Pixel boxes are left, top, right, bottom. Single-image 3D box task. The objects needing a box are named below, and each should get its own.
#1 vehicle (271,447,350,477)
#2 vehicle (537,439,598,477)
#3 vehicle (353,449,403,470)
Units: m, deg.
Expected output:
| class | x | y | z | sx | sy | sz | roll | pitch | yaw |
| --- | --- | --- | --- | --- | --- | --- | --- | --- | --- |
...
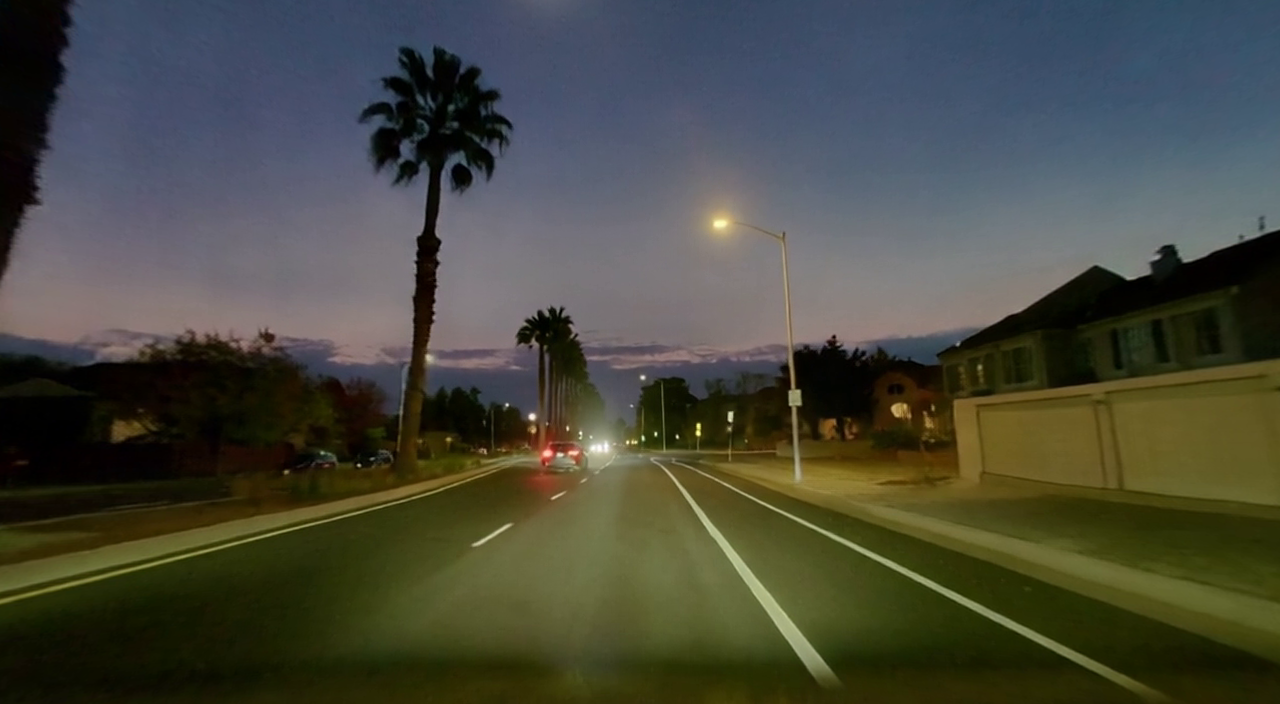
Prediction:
| class | x | y | z | sx | sy | sz | roll | pitch | yaw |
| --- | --- | --- | --- | --- | --- | --- | --- | --- | --- |
| vehicle | -19.060 | 6.399 | 36.734 | 2.026 | 1.563 | 4.618 | 0 | -10 | 1 |
| vehicle | -3.064 | 4.611 | 27.615 | 2.075 | 1.498 | 4.730 | 0 | -8 | 0 |
| vehicle | -19.170 | 7.890 | 46.352 | 1.980 | 1.423 | 4.465 | 0 | -8 | -3 |
